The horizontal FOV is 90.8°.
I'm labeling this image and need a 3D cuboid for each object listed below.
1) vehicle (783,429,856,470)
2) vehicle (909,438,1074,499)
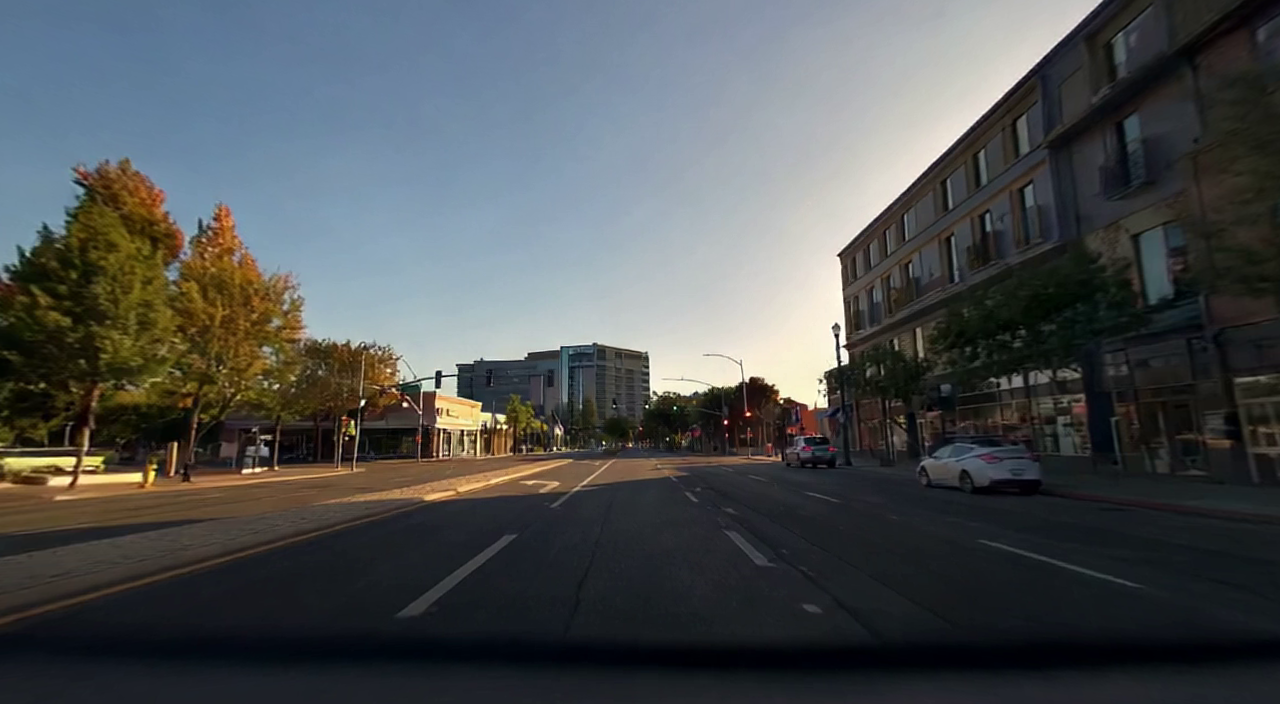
[{"bbox_3d":[10.009,5.509,35.917,2.273,2.103,5.788,0,-8,-2],"label":"vehicle"},{"bbox_3d":[9.671,3.220,17.931,1.945,1.478,4.653,0,-8,-1],"label":"vehicle"}]
